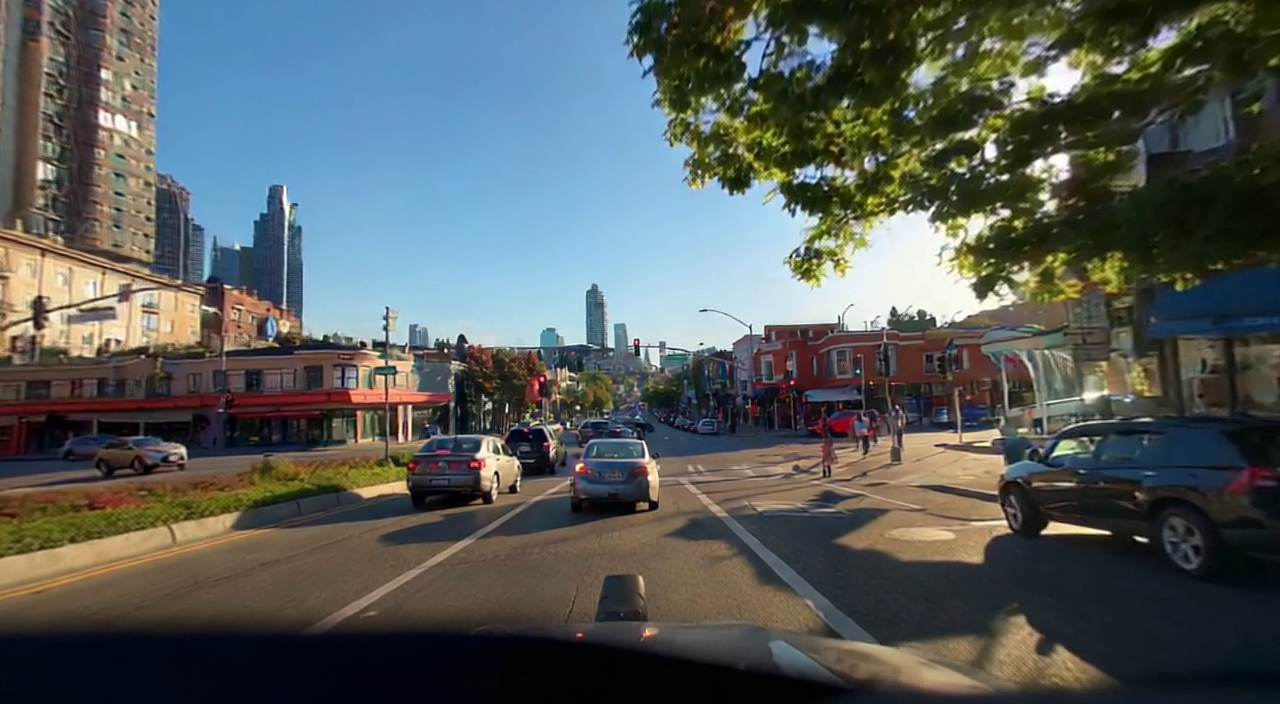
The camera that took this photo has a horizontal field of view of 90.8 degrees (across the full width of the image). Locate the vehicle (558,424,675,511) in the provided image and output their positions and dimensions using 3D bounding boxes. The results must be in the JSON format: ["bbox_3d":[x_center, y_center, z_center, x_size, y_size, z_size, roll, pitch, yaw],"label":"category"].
[{"bbox_3d":[-0.428,2.340,13.195,2.082,1.520,3.896,0,-8,0],"label":"vehicle"}]

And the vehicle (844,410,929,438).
[{"bbox_3d":[15.220,4.472,39.030,4.775,1.604,1.915,3,-9,-20],"label":"vehicle"}]

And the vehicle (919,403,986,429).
[{"bbox_3d":[21.315,4.428,43.003,5.017,1.542,2.055,6,-11,-38],"label":"vehicle"}]

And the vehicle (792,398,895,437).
[{"bbox_3d":[13.816,4.490,42.892,6.541,2.480,2.259,3,-9,-19],"label":"vehicle"}]

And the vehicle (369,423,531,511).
[{"bbox_3d":[-3.693,2.331,13.249,1.934,1.522,4.464,0,-8,1],"label":"vehicle"}]

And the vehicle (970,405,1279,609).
[{"bbox_3d":[6.229,1.634,7.617,1.904,1.705,4.510,0,-8,-2],"label":"vehicle"}]

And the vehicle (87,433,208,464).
[{"bbox_3d":[-24.417,4.795,31.414,4.453,1.471,1.921,-1,-8,4],"label":"vehicle"}]
